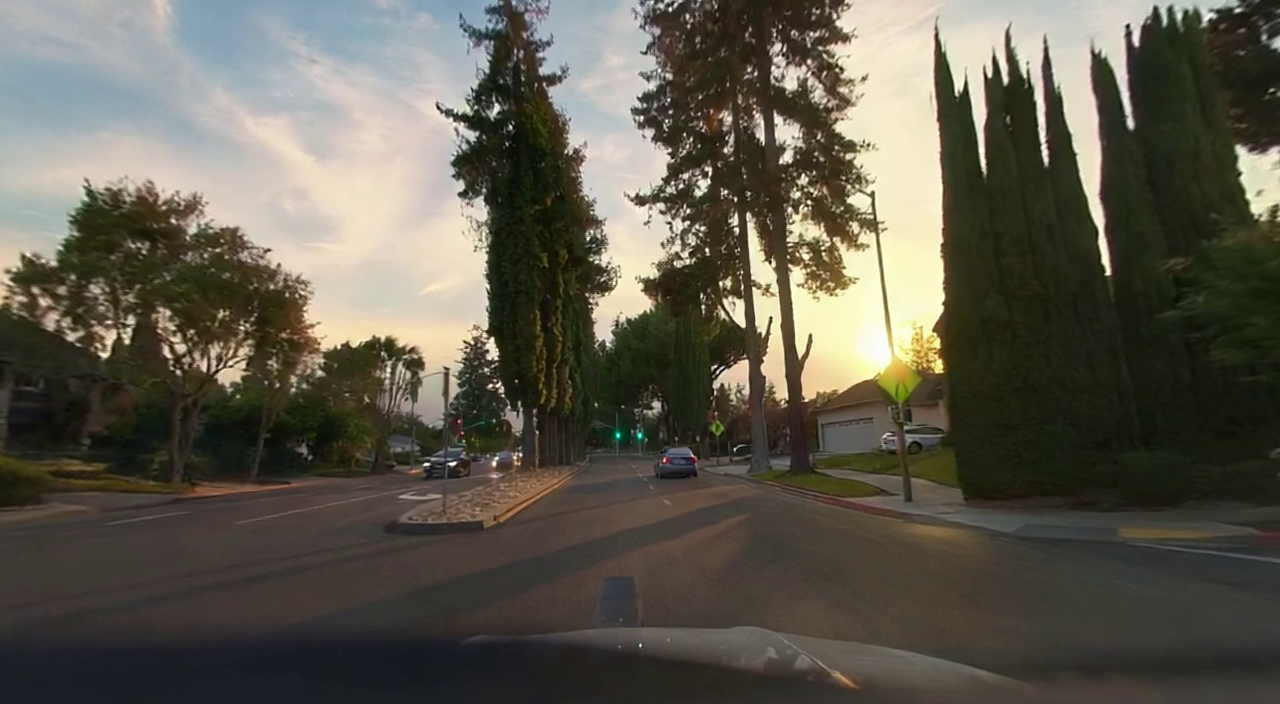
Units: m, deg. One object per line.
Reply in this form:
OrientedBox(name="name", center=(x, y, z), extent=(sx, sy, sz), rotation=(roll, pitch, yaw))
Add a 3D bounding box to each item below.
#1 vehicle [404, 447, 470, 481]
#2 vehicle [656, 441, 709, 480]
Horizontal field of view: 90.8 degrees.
OrientedBox(name="vehicle", center=(-9.520, 5.264, 29.975), extent=(1.886, 1.485, 3.913), rotation=(0, -9, -2))
OrientedBox(name="vehicle", center=(1.933, 5.137, 30.198), extent=(1.990, 1.707, 4.225), rotation=(0, -9, -3))
